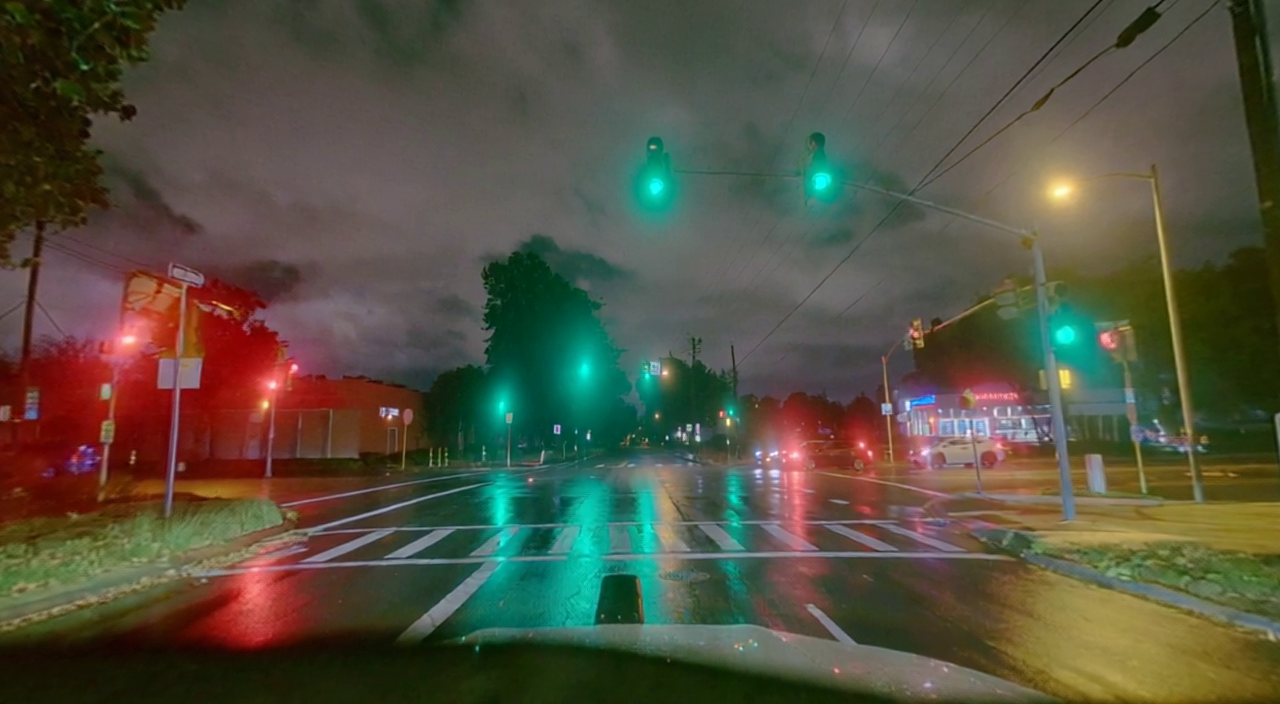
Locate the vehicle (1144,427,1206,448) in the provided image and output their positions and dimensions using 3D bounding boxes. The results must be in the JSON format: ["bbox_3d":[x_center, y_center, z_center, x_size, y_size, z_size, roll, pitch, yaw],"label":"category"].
[{"bbox_3d":[41.031,6.611,48.149,1.682,1.422,3.422,2,-10,1],"label":"vehicle"}]

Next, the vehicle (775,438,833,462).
[{"bbox_3d":[11.103,6.603,42.273,1.955,1.508,4.295,-8,-12,42],"label":"vehicle"}]

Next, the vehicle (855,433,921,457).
[{"bbox_3d":[16.914,6.332,42.693,4.522,1.546,1.941,6,-11,-35],"label":"vehicle"}]

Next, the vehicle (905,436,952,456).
[{"bbox_3d":[21.798,7.143,47.509,1.923,1.463,3.758,-1,-9,3],"label":"vehicle"}]

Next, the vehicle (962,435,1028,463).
[{"bbox_3d":[20.948,5.708,37.138,1.851,1.388,3.475,0,-5,0],"label":"vehicle"}]
